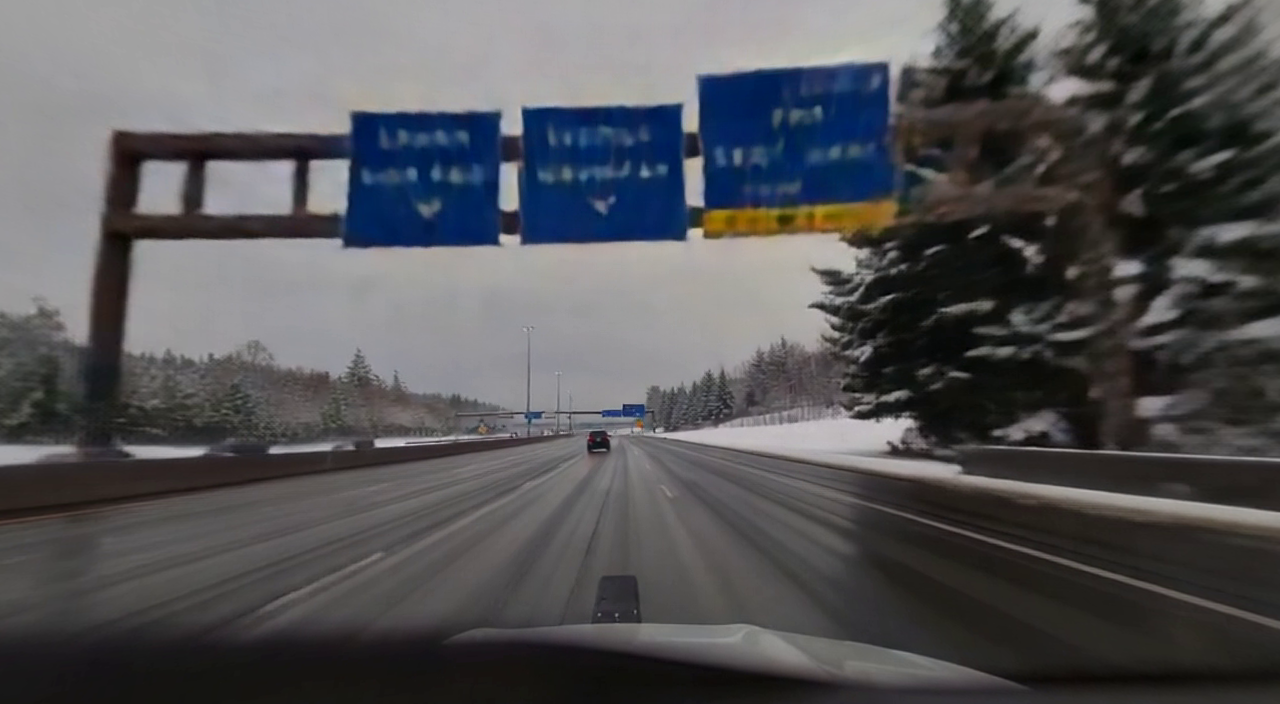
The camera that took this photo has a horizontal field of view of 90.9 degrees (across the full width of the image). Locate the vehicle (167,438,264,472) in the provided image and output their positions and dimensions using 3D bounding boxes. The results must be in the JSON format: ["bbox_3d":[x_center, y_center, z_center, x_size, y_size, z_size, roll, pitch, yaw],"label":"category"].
[{"bbox_3d":[-20.170,4.876,30.185,1.779,1.493,4.198,0,-8,-1],"label":"vehicle"}]

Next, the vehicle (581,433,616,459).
[{"bbox_3d":[-2.455,5.604,37.808,2.000,1.491,3.913,0,-8,-3],"label":"vehicle"}]
